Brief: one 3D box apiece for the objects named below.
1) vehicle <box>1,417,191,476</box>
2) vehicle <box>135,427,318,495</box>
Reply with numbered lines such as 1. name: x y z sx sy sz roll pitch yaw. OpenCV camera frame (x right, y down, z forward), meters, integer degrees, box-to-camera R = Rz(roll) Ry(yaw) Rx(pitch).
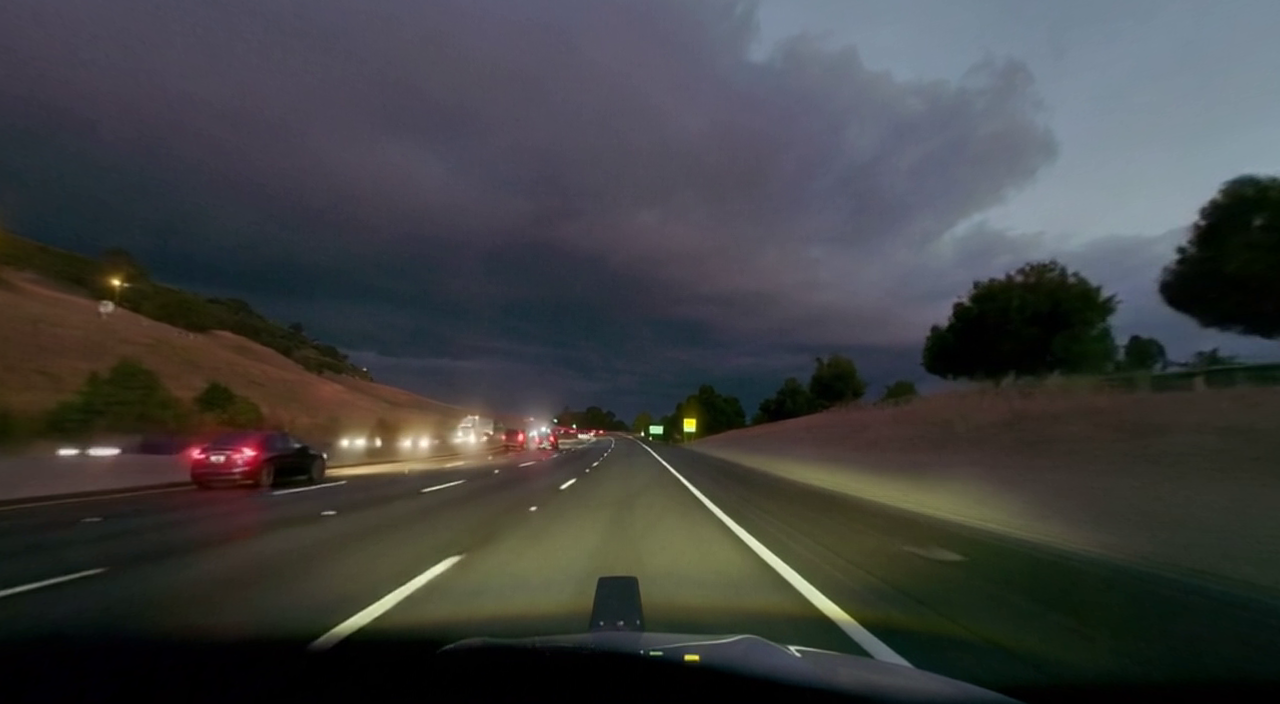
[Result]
1. vehicle: -18.427 3.240 21.709 2.086 1.767 4.966 0 -8 0
2. vehicle: -11.231 2.979 17.575 2.001 1.625 4.528 0 -8 0
